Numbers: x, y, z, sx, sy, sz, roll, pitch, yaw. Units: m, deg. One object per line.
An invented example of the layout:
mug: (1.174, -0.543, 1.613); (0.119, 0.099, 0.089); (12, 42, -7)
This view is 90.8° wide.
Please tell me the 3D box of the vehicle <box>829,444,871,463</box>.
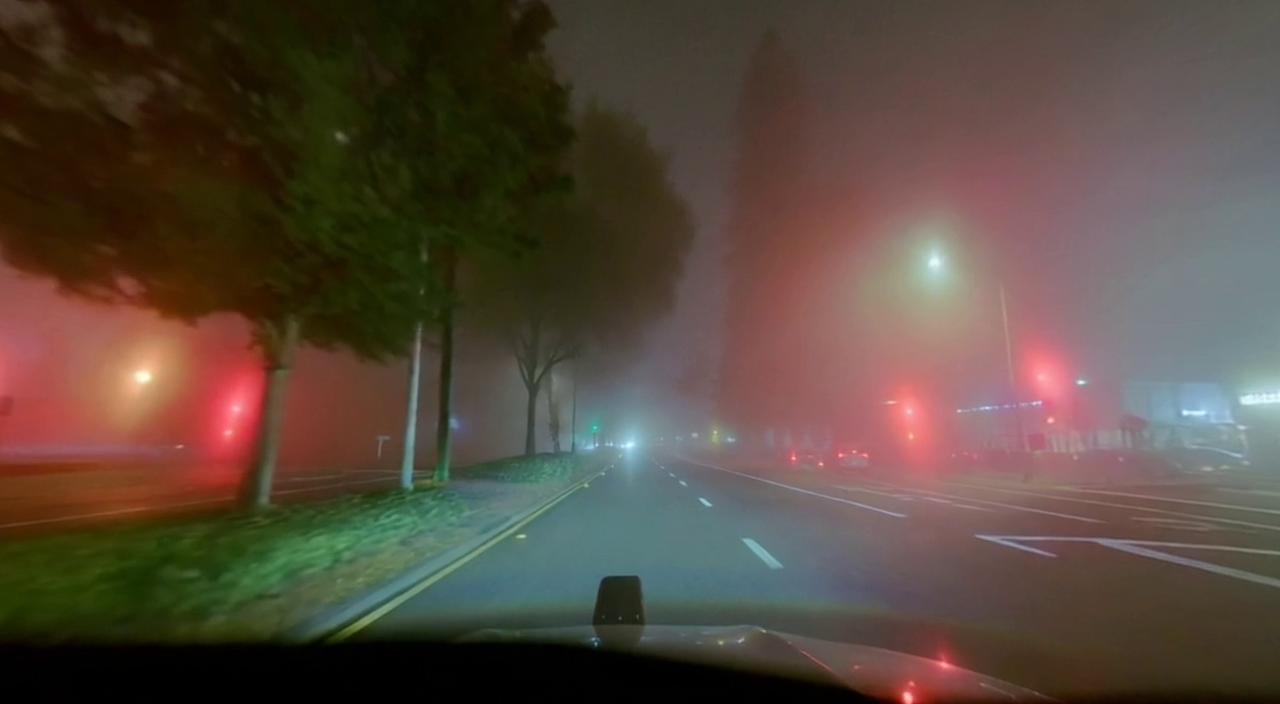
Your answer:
vehicle: (16.525, 7.991, 49.949); (1.928, 1.426, 4.452); (-1, -9, 3)

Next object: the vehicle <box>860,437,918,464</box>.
vehicle: (19.261, 7.636, 49.204); (2.249, 1.876, 5.470); (0, -7, -1)
